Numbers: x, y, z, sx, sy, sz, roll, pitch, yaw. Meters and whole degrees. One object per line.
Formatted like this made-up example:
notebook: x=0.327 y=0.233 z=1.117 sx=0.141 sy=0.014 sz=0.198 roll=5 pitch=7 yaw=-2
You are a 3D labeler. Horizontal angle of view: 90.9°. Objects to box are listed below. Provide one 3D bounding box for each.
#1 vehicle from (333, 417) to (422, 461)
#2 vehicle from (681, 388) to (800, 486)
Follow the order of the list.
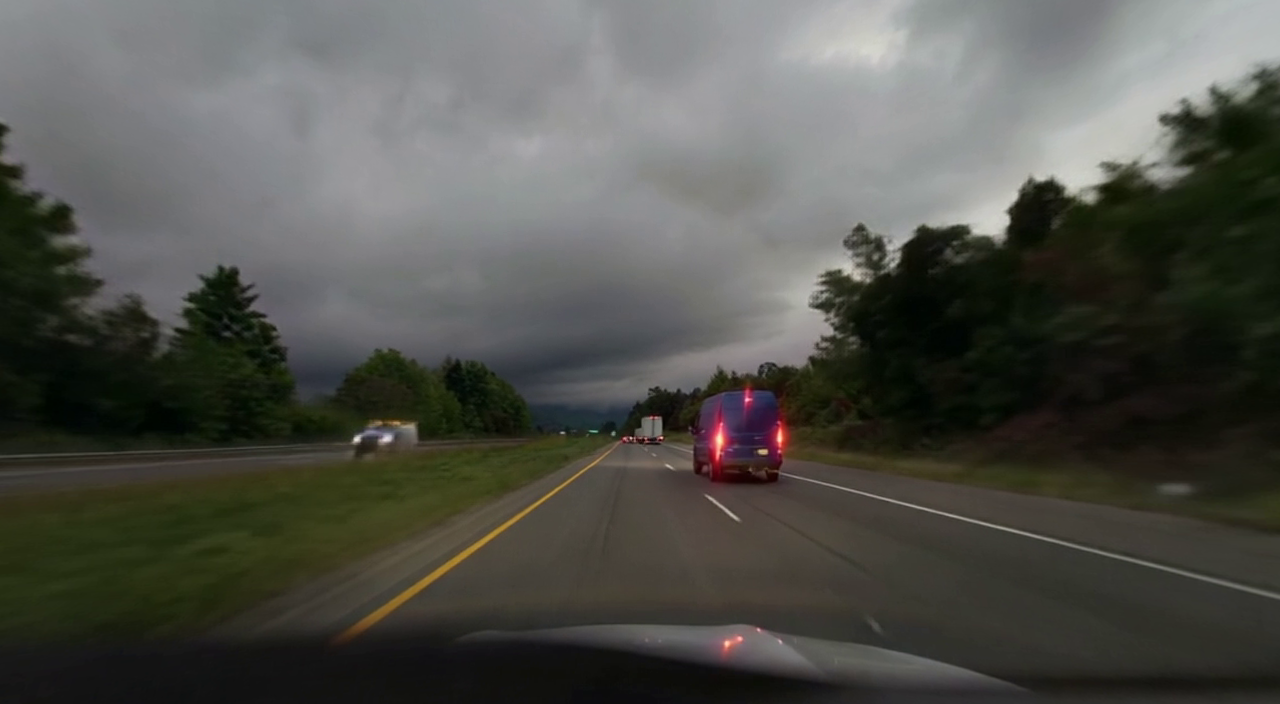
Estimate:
vehicle: x=-12.562 y=4.224 z=30.616 sx=2.109 sy=1.915 sz=5.253 roll=0 pitch=-8 yaw=-1
vehicle: x=2.876 y=2.676 z=19.891 sx=2.570 sy=2.596 sz=6.082 roll=0 pitch=-8 yaw=-2
